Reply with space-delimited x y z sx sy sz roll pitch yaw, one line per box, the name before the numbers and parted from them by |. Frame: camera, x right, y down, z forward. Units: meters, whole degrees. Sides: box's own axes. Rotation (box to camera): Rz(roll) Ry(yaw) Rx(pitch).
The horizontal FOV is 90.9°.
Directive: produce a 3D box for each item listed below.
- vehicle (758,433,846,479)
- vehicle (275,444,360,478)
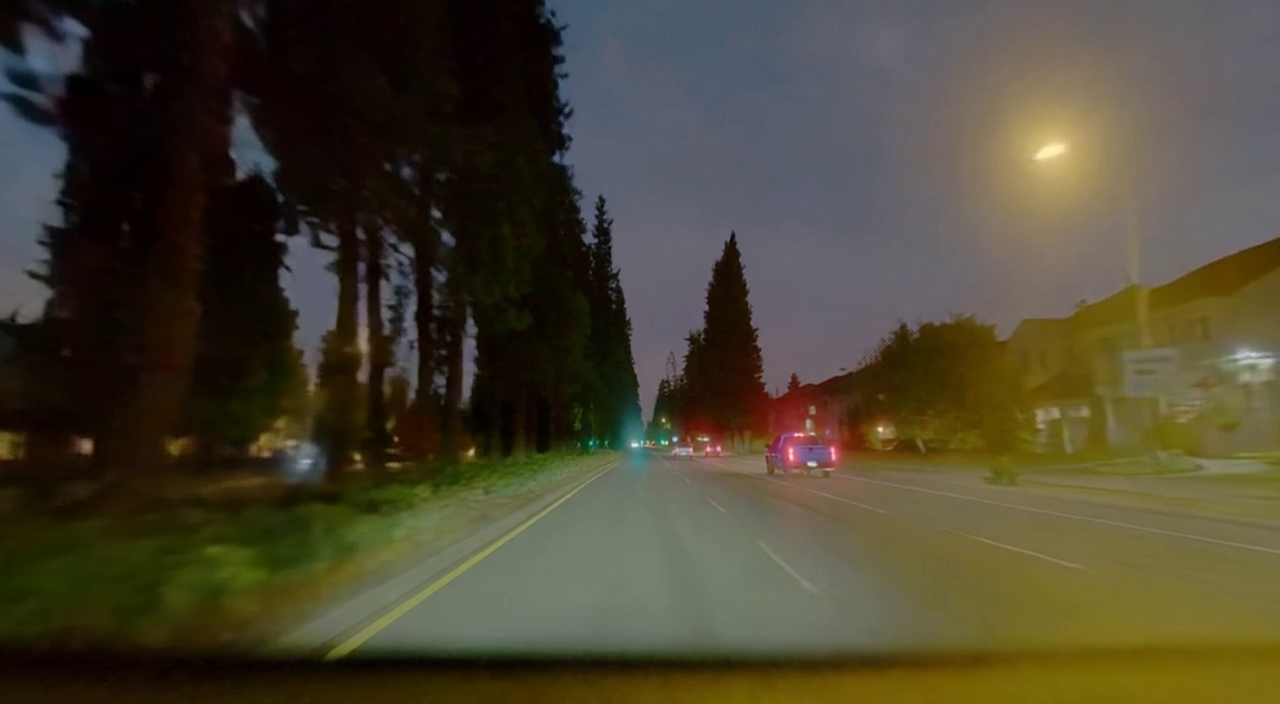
vehicle | 6.785 4.429 27.220 2.262 1.769 5.666 0 -8 0
vehicle | -17.242 5.823 33.991 2.045 1.696 4.760 0 -8 0
